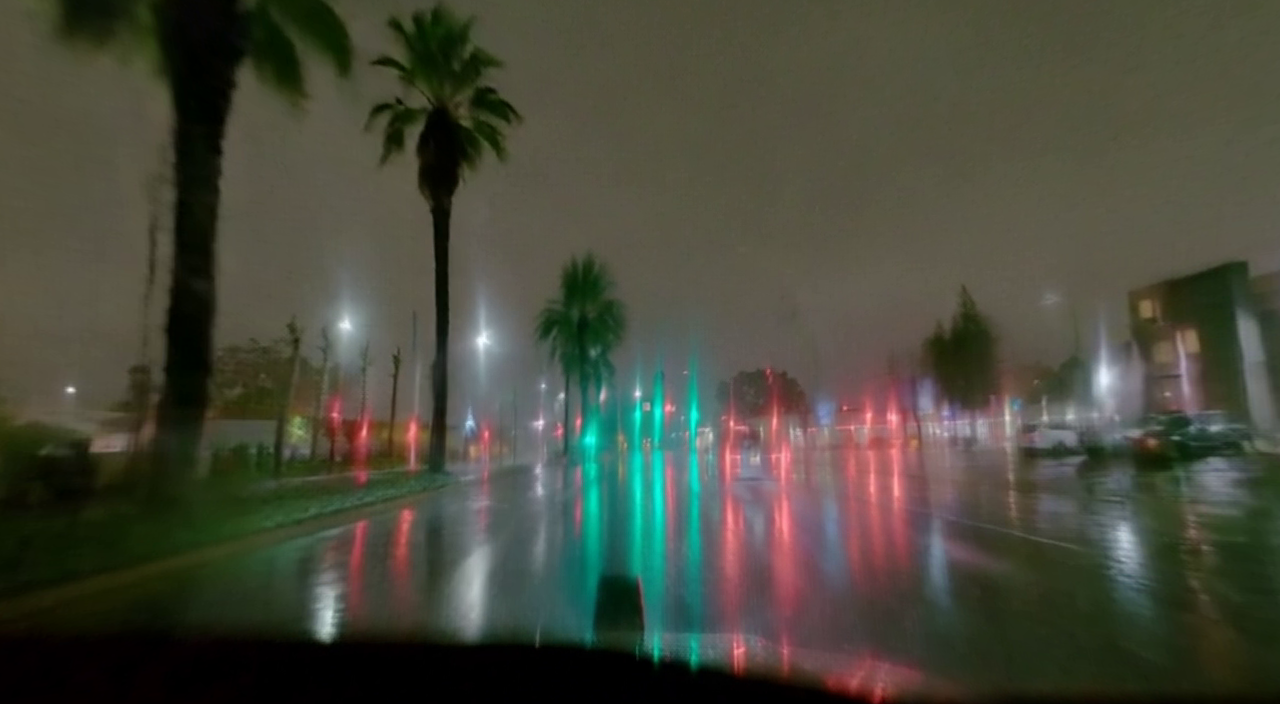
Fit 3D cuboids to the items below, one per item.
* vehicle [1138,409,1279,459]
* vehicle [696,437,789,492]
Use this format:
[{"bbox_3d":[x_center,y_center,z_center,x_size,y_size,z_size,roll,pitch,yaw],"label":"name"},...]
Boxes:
[{"bbox_3d":[22.408,3.199,24.450,4.383,1.815,2.061,-1,-8,2],"label":"vehicle"},{"bbox_3d":[2.937,3.332,19.048,1.964,1.448,4.295,0,-8,-1],"label":"vehicle"}]
